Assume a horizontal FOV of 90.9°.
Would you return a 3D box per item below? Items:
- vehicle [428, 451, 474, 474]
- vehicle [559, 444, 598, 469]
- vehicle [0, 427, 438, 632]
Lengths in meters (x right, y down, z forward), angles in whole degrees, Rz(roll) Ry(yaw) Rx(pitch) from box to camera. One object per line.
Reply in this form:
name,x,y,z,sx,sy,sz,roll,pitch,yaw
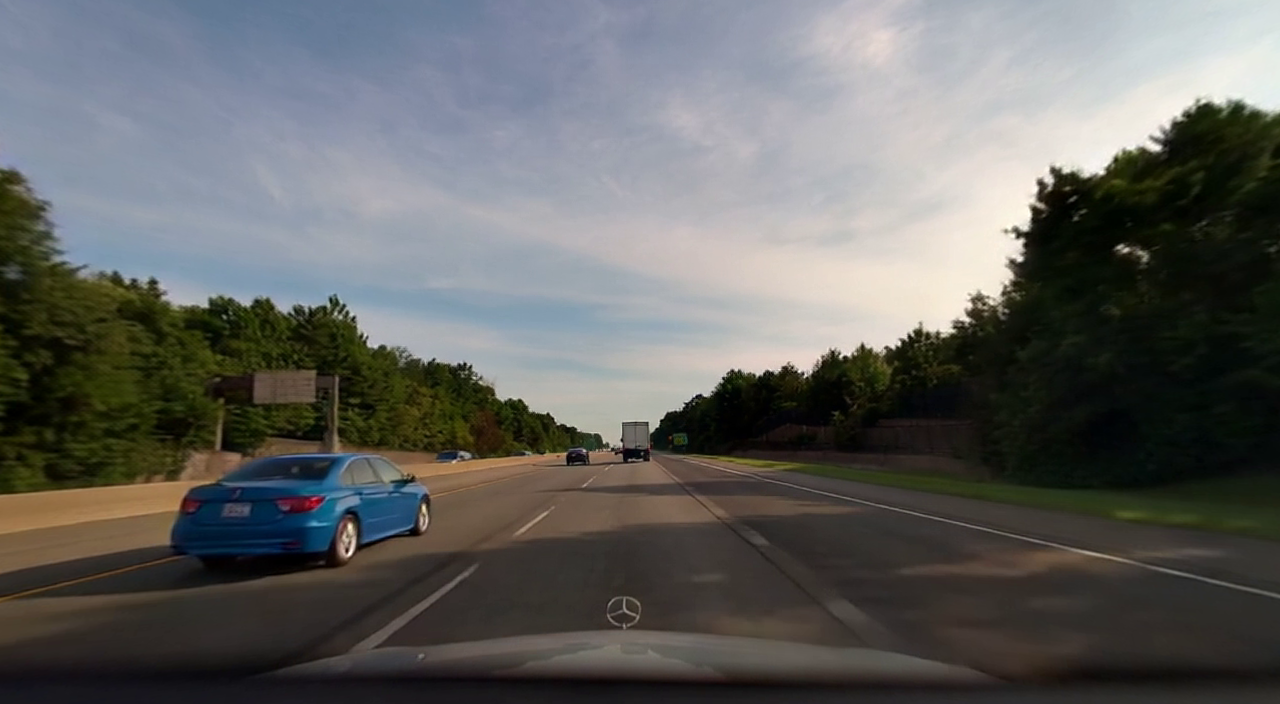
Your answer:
vehicle,-13.744,8.049,46.055,2.001,1.574,4.157,0,-9,0
vehicle,-4.291,7.403,44.853,2.311,1.655,4.382,0,-9,0
vehicle,-3.955,1.667,7.001,1.916,1.506,4.476,0,-9,0
